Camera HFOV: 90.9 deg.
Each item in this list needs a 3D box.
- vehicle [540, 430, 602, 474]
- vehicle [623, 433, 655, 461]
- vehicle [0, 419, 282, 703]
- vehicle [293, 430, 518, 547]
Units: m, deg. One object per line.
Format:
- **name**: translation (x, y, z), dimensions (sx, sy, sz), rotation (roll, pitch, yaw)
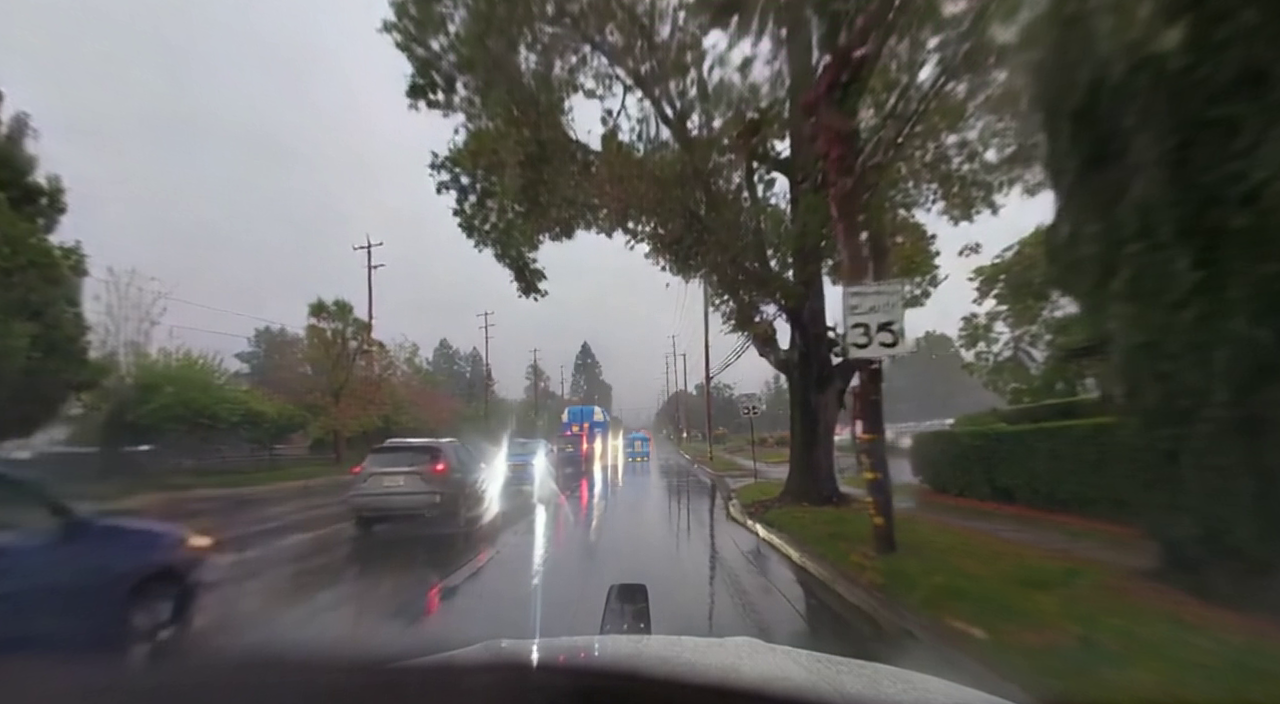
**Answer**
- **vehicle**: translation (-3.055, 4.543, 28.856), dimensions (2.187, 1.821, 4.748), rotation (0, -8, 1)
- **vehicle**: translation (-0.085, 6.629, 44.045), dimensions (2.117, 1.861, 4.095), rotation (0, -8, 0)
- **vehicle**: translation (-3.585, 0.991, 2.395), dimensions (1.998, 1.466, 4.124), rotation (0, -8, 0)
- **vehicle**: translation (-3.477, 2.105, 10.482), dimensions (1.972, 1.486, 4.547), rotation (0, -8, 0)
